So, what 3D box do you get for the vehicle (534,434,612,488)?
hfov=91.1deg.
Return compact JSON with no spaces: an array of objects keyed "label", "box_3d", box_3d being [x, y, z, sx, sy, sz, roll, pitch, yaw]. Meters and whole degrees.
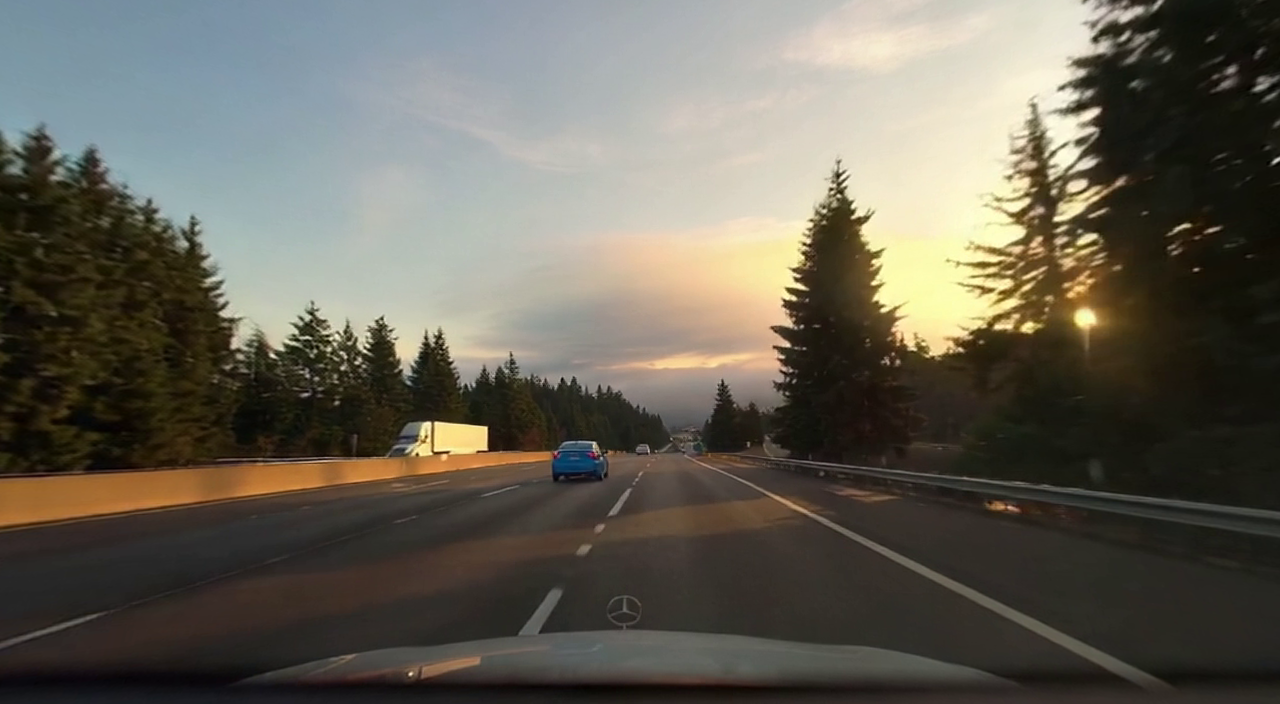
[{"label":"vehicle","box_3d":[-2.235,3.769,22.139,2.133,1.686,4.203,-1,-8,2]}]
